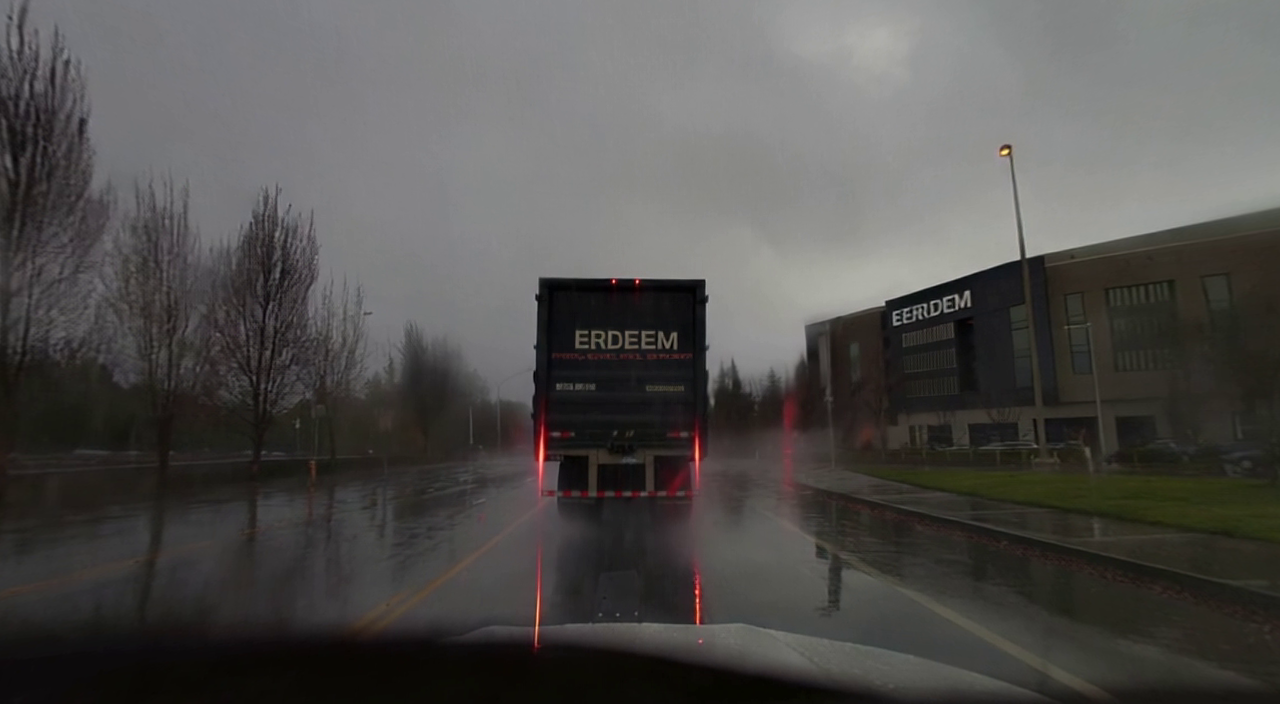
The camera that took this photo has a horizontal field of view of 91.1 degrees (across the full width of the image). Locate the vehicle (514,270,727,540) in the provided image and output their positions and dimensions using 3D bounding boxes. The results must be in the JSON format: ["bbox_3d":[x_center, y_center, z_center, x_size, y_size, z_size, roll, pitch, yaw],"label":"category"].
[{"bbox_3d":[-0.176,1.316,13.355,2.876,3.724,9.351,-1,-8,1],"label":"vehicle"}]

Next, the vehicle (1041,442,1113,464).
[{"bbox_3d":[31.367,7.219,45.171,1.652,1.423,3.797,5,-9,-35],"label":"vehicle"}]
